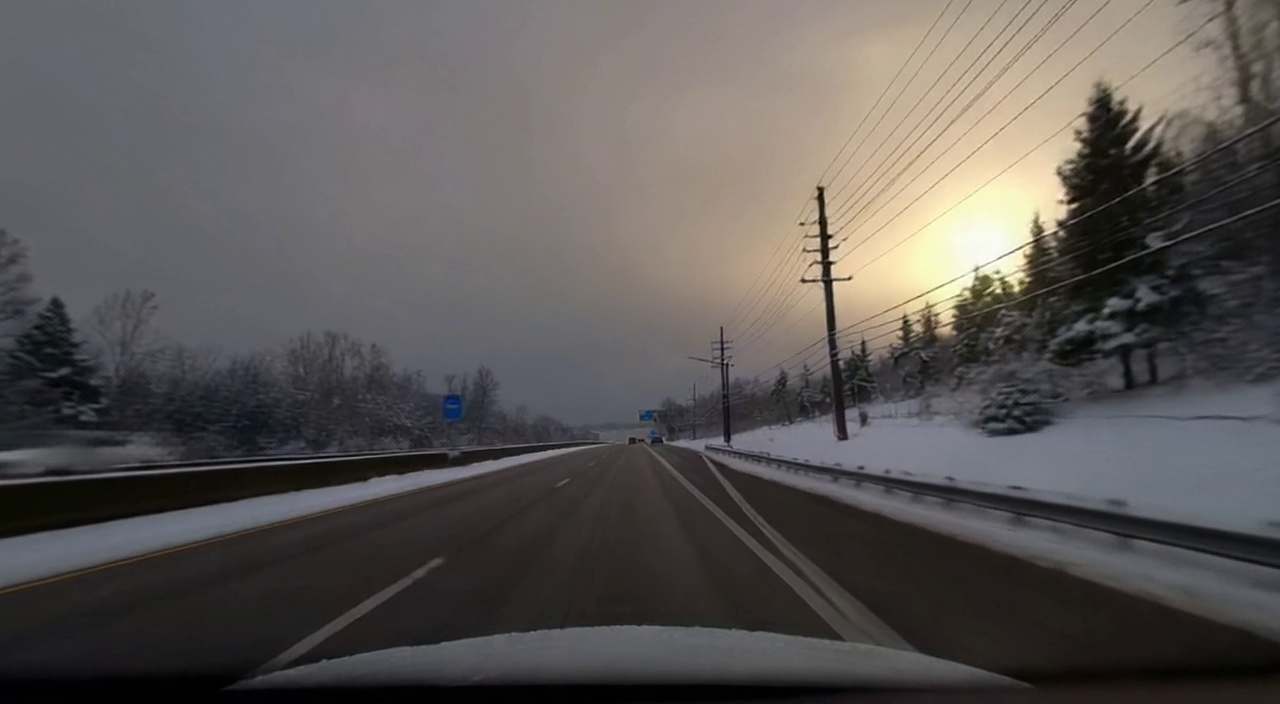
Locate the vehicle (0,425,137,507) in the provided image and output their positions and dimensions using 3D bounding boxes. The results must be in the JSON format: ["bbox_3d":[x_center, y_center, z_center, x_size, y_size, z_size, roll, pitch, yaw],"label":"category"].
[{"bbox_3d":[-14.875,2.679,15.114,1.828,1.770,4.609,0,-8,-1],"label":"vehicle"}]
